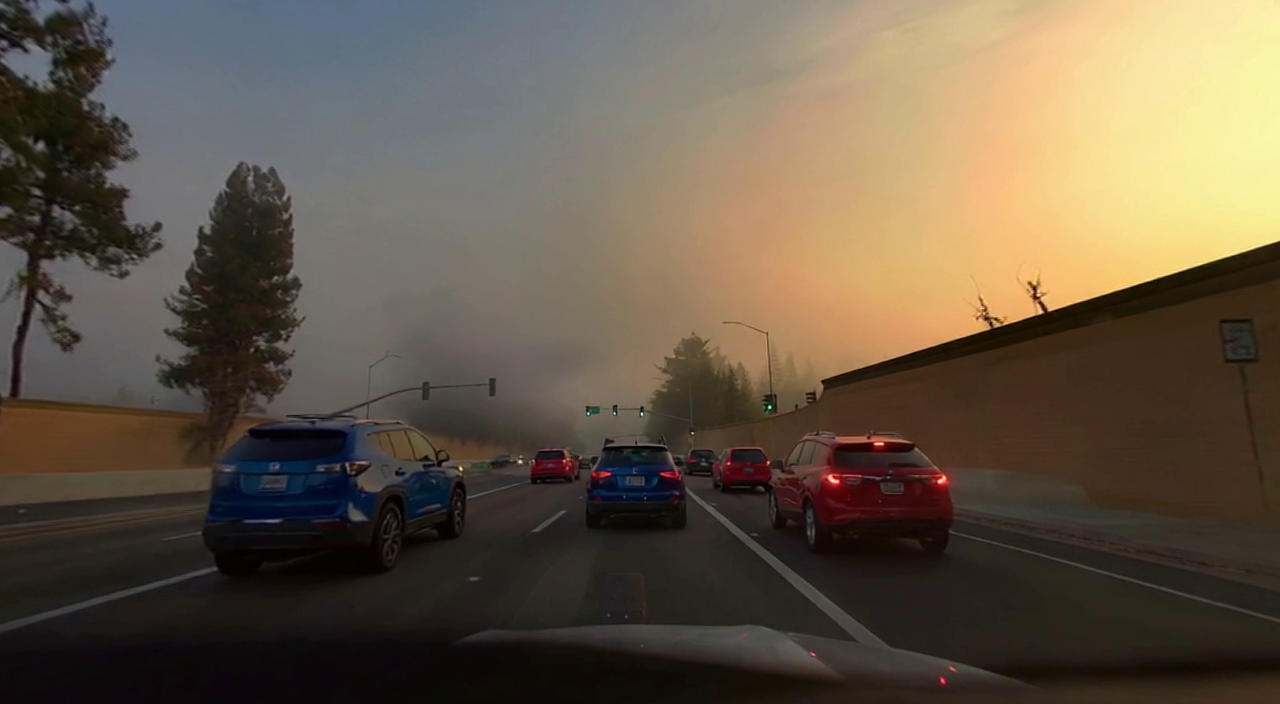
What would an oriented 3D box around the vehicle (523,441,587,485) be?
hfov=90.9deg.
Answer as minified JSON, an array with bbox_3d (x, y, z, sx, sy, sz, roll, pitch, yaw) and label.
[{"bbox_3d":[-3.667,4.886,28.128,2.067,1.759,4.631,0,-8,2],"label":"vehicle"}]

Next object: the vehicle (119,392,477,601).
[{"bbox_3d":[-3.727,1.654,8.098,2.070,1.913,4.450,0,-8,0],"label":"vehicle"}]

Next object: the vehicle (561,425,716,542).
[{"bbox_3d":[-0.008,2.201,11.182,2.245,1.677,3.913,0,-8,0],"label":"vehicle"}]

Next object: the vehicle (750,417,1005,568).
[{"bbox_3d":[3.081,1.911,9.370,2.029,1.702,4.281,0,-8,-1],"label":"vehicle"}]
